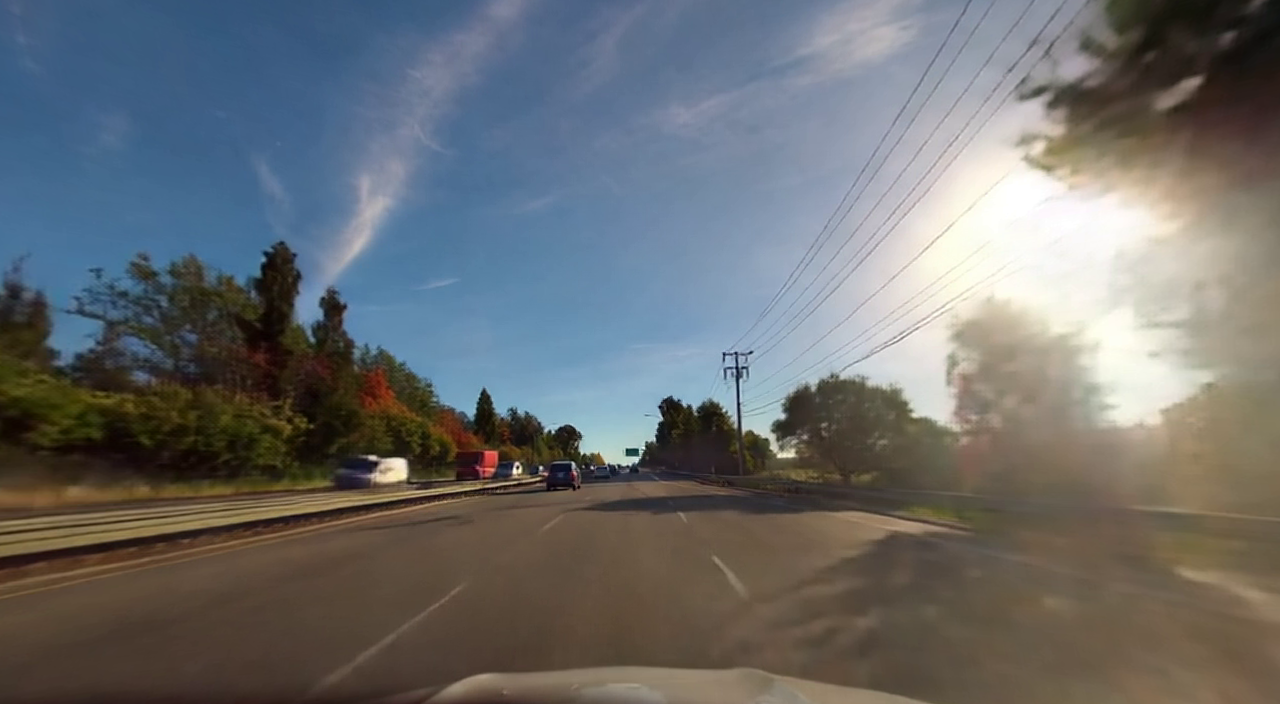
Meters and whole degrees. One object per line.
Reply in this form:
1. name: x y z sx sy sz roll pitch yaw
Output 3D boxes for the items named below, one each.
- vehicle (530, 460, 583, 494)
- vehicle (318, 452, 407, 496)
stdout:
1. vehicle: -4.037 6.149 31.052 1.963 1.501 4.227 1 -10 1
2. vehicle: -12.850 5.705 29.531 2.106 1.829 4.287 1 -10 0
